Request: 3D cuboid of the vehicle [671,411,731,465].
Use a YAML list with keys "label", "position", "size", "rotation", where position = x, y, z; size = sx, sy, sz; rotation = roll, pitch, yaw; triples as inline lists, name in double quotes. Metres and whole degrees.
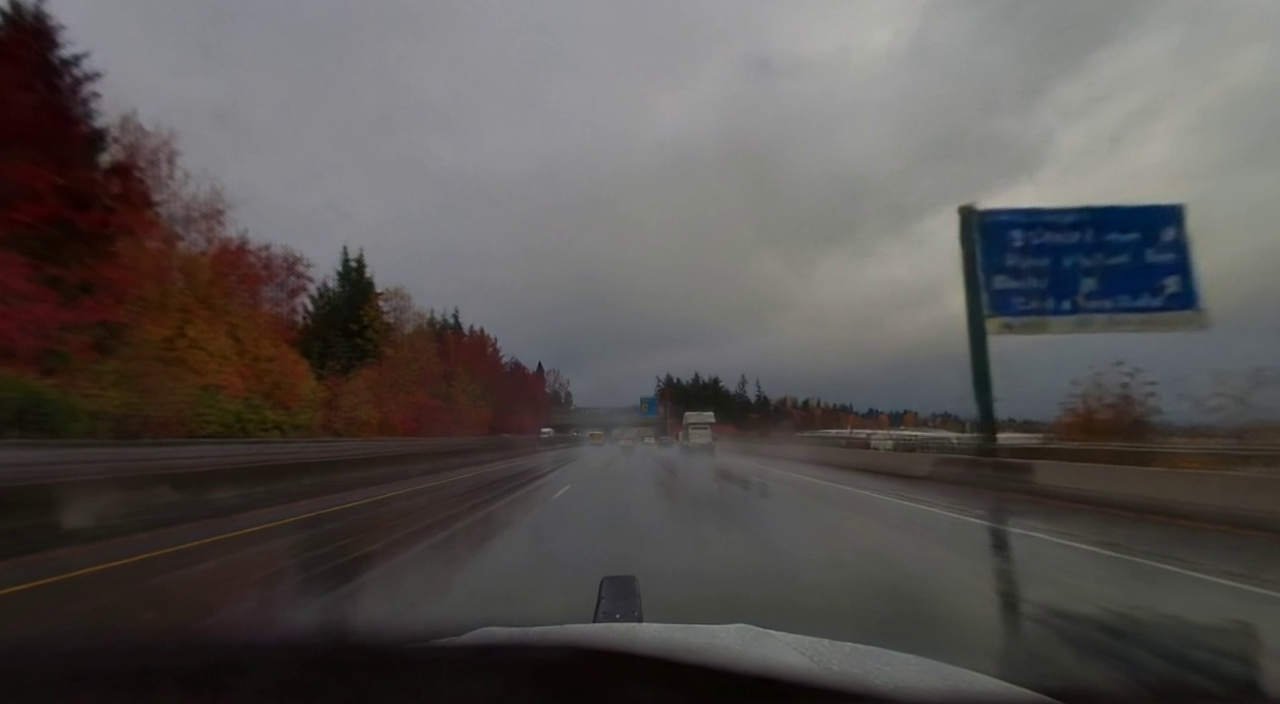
- label: "vehicle"
  position: [3.093, 4.534, 33.221]
  size: [2.411, 2.614, 5.781]
  rotation: [0, -8, -1]
